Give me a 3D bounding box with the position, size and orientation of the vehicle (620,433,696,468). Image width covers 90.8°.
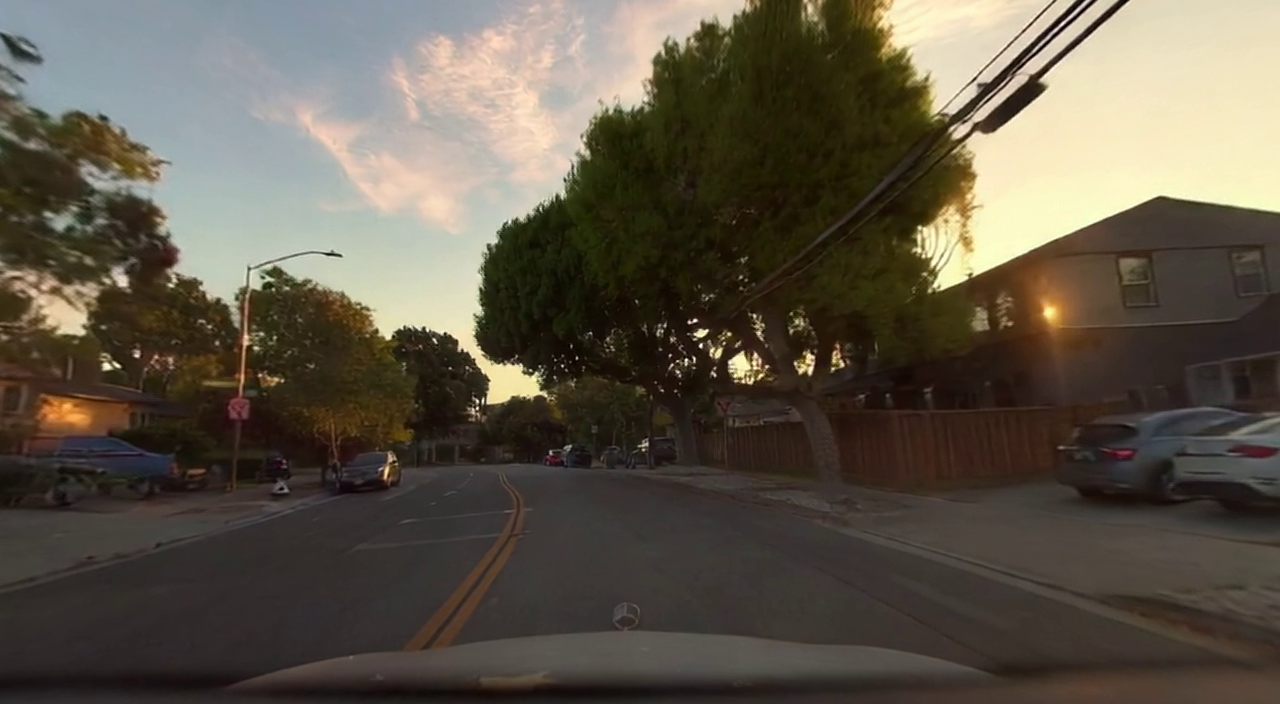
[{"bbox_3d":[1.252,6.817,43.867,5.011,1.782,2.115,-6,-6,1],"label":"vehicle"}]

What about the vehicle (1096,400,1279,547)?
[{"bbox_3d":[9.501,1.428,8.602,4.666,1.655,2.169,-7,-9,6],"label":"vehicle"}]

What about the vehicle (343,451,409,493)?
[{"bbox_3d":[-10.851,4.919,26.262,1.902,1.434,4.313,0,-8,-14],"label":"vehicle"}]
